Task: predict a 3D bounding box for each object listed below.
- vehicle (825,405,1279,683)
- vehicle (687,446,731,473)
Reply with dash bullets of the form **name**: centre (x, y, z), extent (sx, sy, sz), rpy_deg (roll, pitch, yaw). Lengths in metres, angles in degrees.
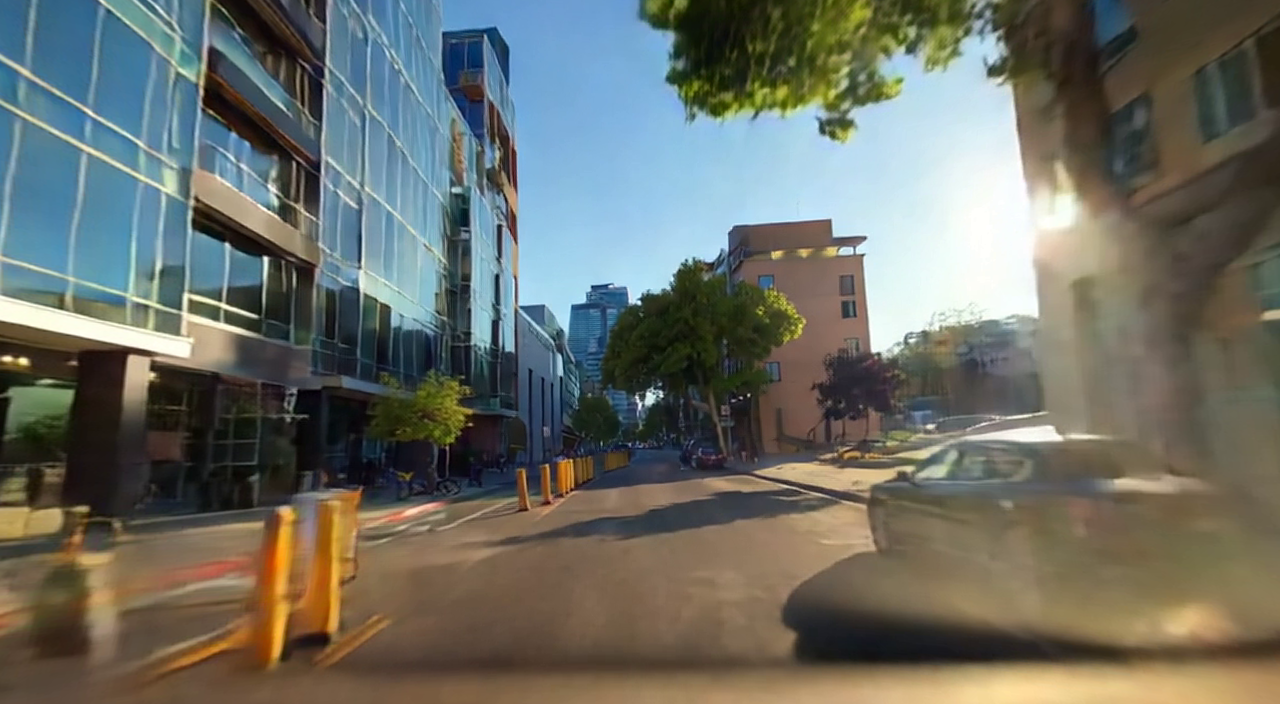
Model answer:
- **vehicle**: centre (3.427, 1.377, 5.874), extent (1.963, 1.445, 4.948), rpy_deg (-1, -8, 1)
- **vehicle**: centre (3.890, 6.133, 36.337), extent (2.020, 1.448, 4.220), rpy_deg (-1, -8, -1)
